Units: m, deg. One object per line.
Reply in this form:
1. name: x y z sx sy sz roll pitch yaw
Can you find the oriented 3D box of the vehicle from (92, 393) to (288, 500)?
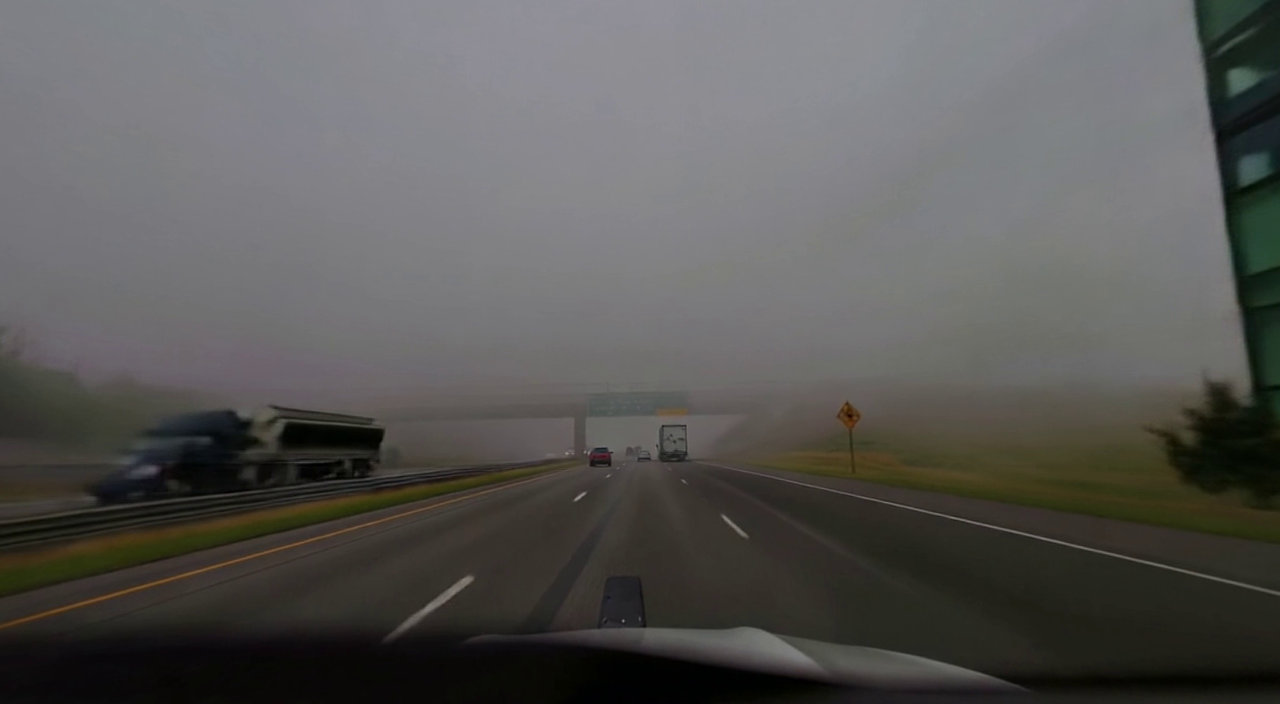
1. vehicle: -18.750 4.053 27.051 3.051 3.944 6.868 0 -9 1
